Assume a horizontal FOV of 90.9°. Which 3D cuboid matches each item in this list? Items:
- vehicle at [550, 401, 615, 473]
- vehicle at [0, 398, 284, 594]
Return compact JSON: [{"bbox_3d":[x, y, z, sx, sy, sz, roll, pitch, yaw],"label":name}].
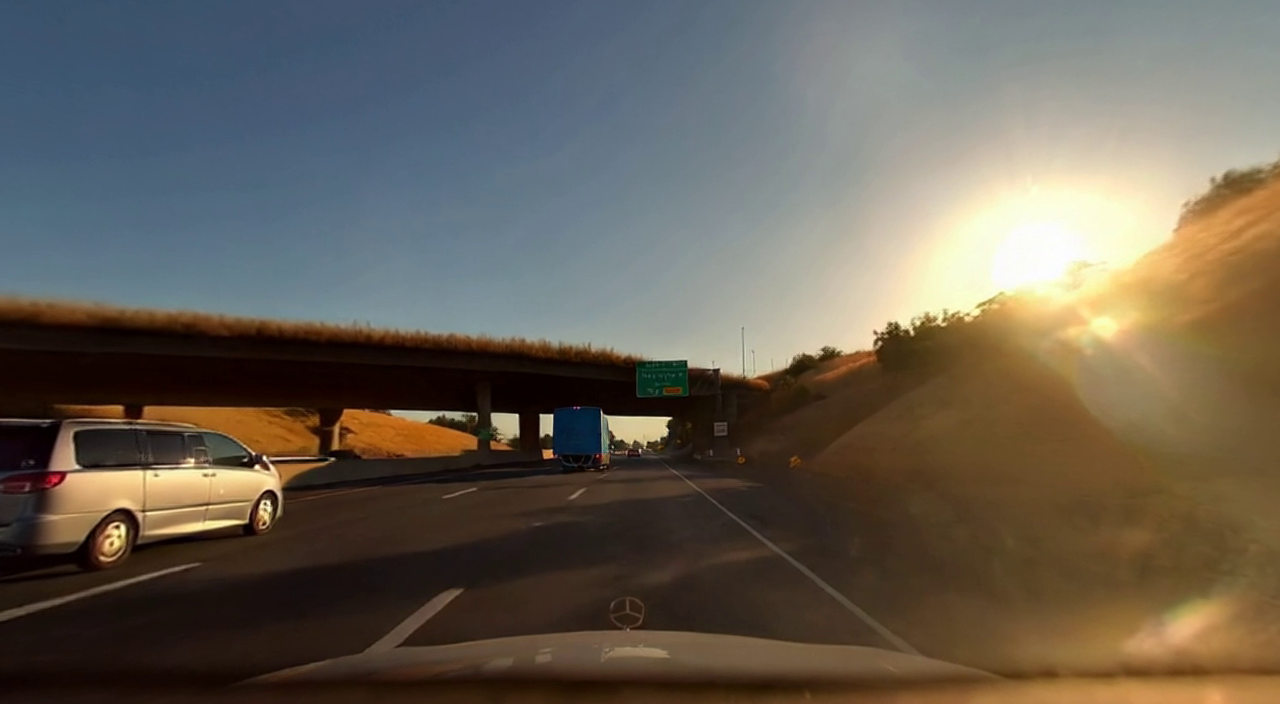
[{"bbox_3d":[-3.581,5.932,43.629,2.893,4.073,15.281,0,-8,0],"label":"vehicle"},{"bbox_3d":[-7.252,1.699,8.198,2.175,1.860,5.236,0,-8,0],"label":"vehicle"}]
